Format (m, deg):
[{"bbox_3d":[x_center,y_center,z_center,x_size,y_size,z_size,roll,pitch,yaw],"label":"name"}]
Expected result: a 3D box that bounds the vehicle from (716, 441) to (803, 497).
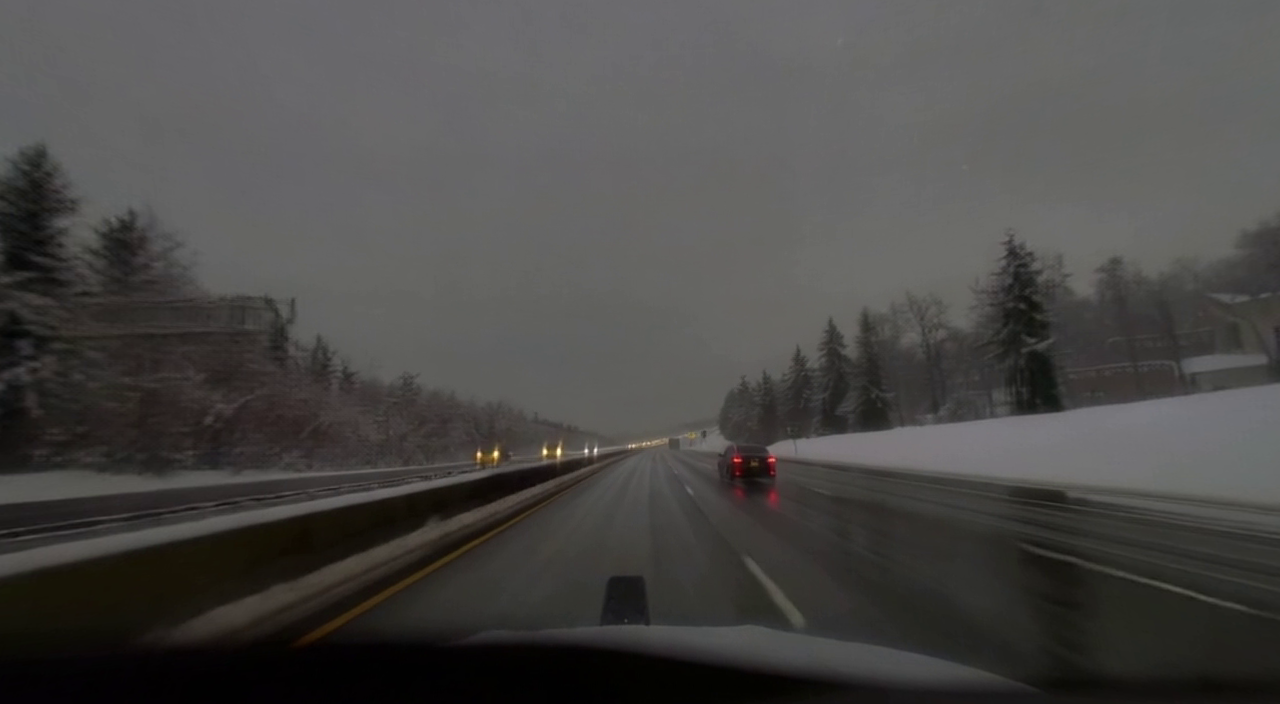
[{"bbox_3d":[3.256,3.242,17.855,1.683,1.400,3.868,0,-8,0],"label":"vehicle"}]
